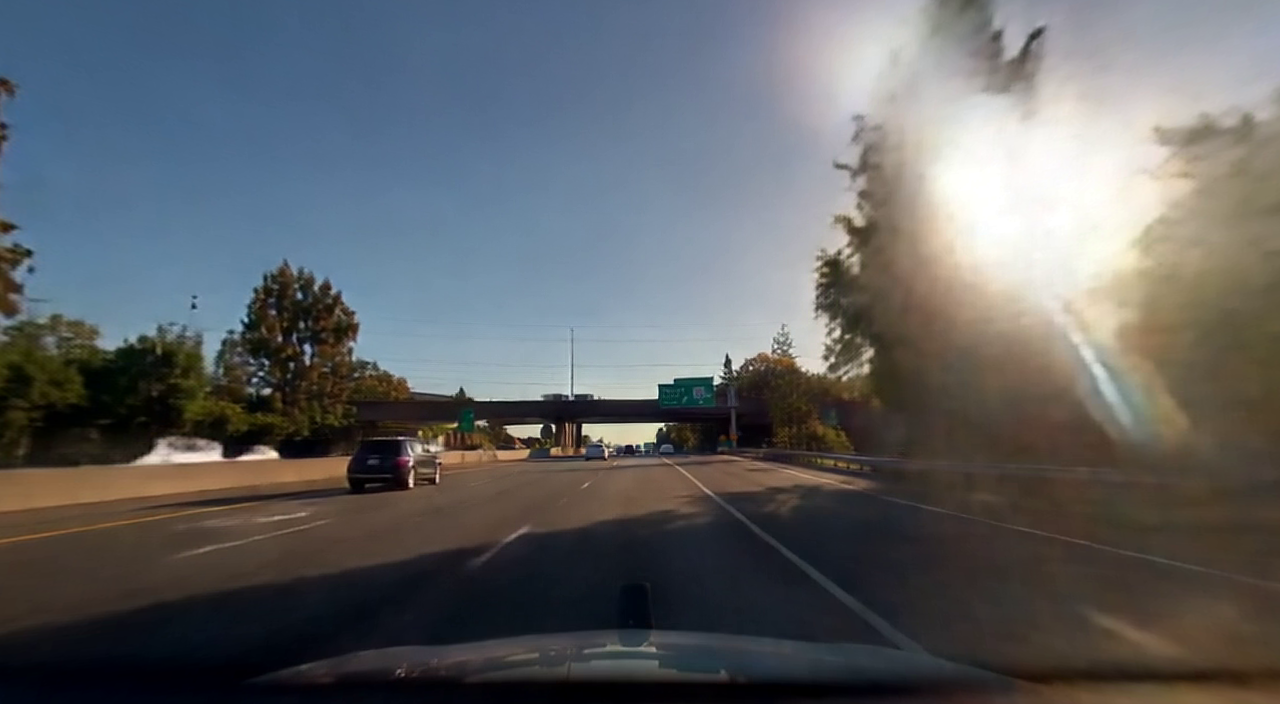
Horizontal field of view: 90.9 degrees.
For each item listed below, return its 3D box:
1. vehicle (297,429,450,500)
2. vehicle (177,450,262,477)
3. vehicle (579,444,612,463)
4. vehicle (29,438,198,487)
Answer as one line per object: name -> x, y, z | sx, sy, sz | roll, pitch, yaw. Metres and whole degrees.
vehicle -> -7.233, 3.106, 17.809 | 2.118, 1.696, 4.836 | 0, -9, 1
vehicle -> -25.829, 6.823, 38.902 | 2.001, 1.498, 4.611 | 0, -9, 1
vehicle -> -3.355, 7.707, 48.111 | 2.048, 1.368, 4.613 | 0, -9, 1
vehicle -> -18.312, 3.848, 22.303 | 1.922, 1.510, 4.669 | 0, -9, 1
